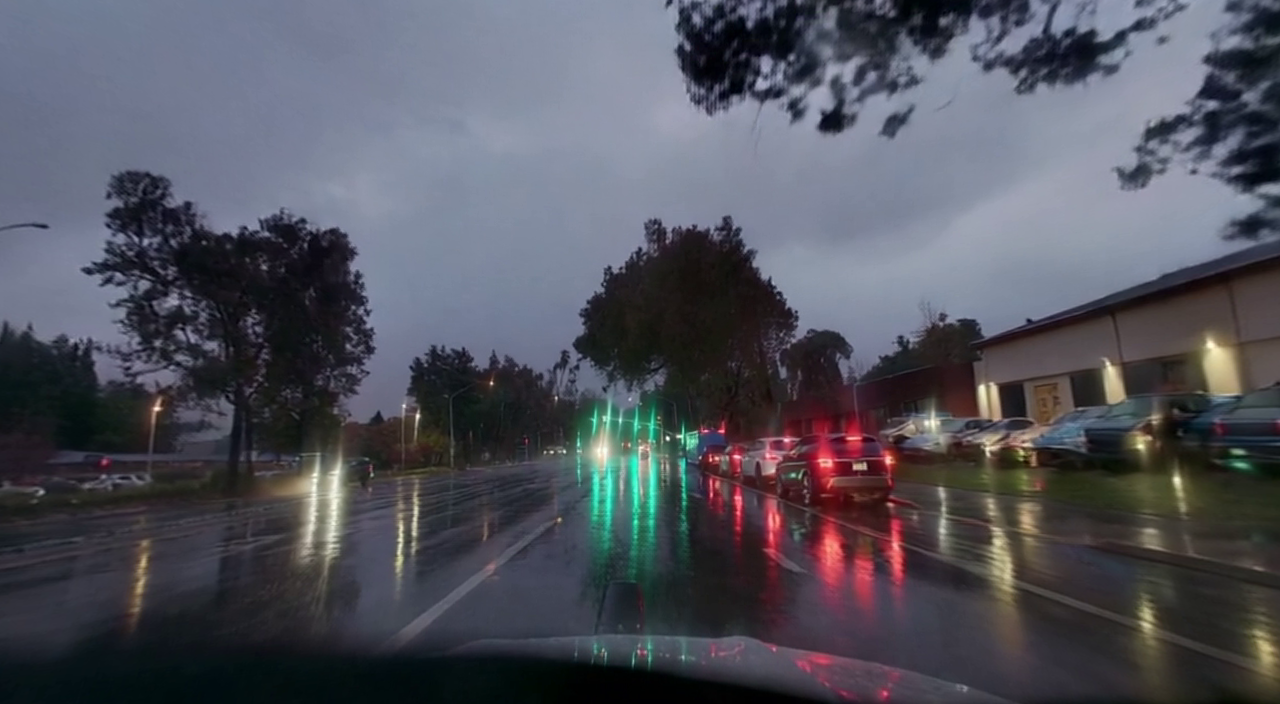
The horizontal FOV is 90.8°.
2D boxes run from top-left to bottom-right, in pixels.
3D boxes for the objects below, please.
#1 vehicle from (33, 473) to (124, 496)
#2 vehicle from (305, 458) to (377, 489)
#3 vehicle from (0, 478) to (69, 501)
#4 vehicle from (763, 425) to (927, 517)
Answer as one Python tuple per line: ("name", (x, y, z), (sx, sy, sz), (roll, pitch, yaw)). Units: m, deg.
("vehicle", (-41.462, 9.770, 46.732), (4.609, 1.553, 2.129), (0, -9, -2))
("vehicle", (-19.586, 7.949, 41.678), (2.166, 1.804, 4.897), (-1, -8, 3))
("vehicle", (-42.206, 9.389, 43.293), (4.357, 1.435, 1.816), (0, -9, 0))
("vehicle", (4.430, 2.646, 14.618), (2.094, 1.731, 4.763), (0, -8, -1))
